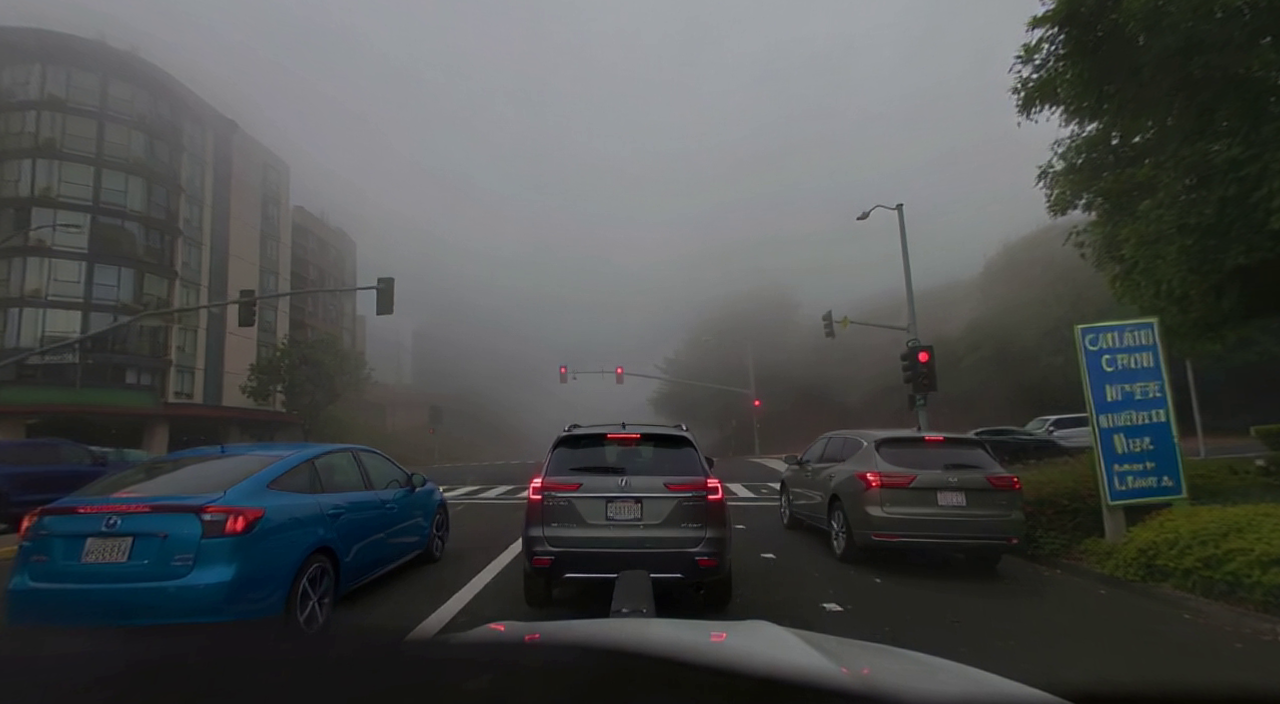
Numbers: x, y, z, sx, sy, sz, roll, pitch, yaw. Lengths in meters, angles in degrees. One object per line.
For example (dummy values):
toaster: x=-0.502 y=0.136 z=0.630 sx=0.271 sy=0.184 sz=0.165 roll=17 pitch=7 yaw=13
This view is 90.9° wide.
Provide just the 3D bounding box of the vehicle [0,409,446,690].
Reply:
vehicle: x=-3.545 y=1.419 z=5.813 sx=1.906 sy=1.524 sz=4.547 roll=0 pitch=-8 yaw=2

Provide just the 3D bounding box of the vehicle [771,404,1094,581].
vehicle: x=3.228 y=1.660 z=8.259 sx=2.004 sy=1.646 sz=4.554 roll=0 pitch=-8 yaw=0

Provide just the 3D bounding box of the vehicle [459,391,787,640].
vehicle: x=-0.128 y=1.409 z=6.436 sx=2.195 sy=1.662 sz=4.262 roll=0 pitch=-8 yaw=0
